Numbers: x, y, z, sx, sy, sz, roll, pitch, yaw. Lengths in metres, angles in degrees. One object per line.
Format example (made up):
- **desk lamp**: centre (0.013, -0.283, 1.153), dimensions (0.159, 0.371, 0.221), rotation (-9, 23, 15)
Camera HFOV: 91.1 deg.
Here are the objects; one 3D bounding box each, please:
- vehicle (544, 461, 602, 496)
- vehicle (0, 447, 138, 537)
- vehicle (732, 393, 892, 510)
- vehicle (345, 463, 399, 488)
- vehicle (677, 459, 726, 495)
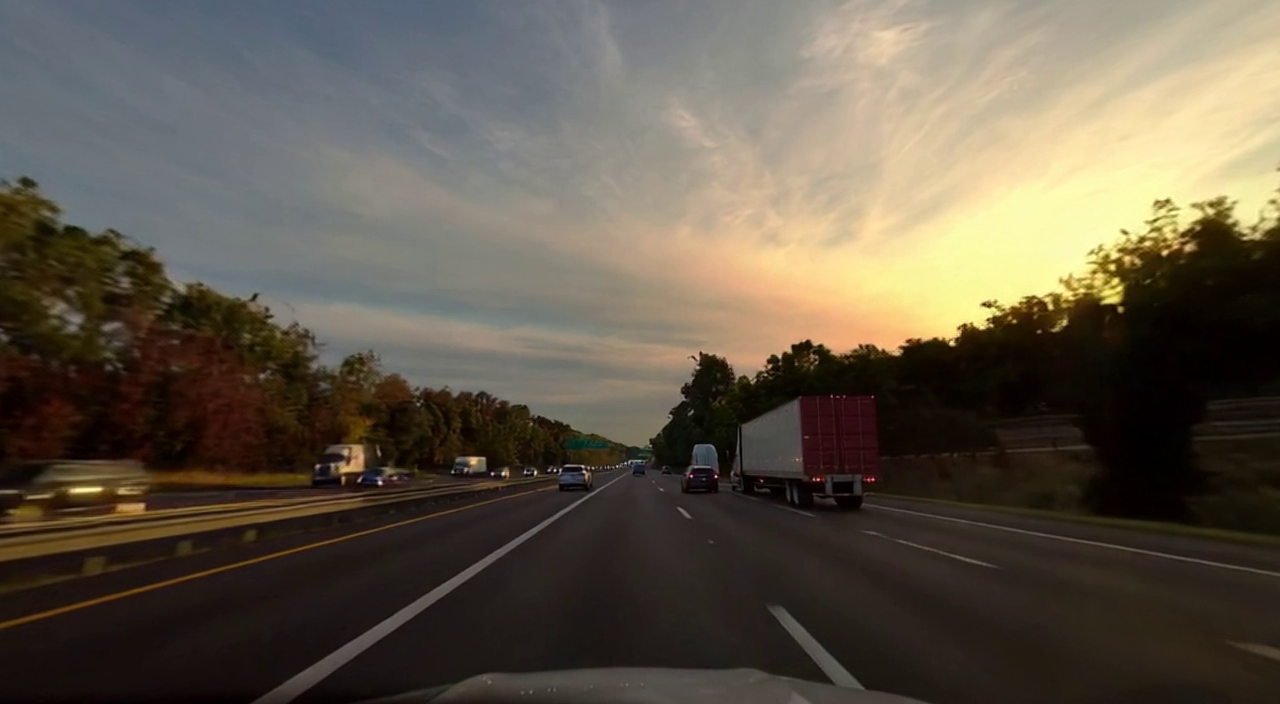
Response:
- **vehicle**: centre (-3.041, 5.903, 29.560), dimensions (2.065, 1.485, 4.682), rotation (1, -10, 2)
- **vehicle**: centre (-11.540, 2.393, 10.853), dimensions (1.870, 1.474, 4.645), rotation (1, -10, 0)
- **vehicle**: centre (7.371, 5.100, 31.045), dimensions (2.861, 4.086, 17.499), rotation (1, -10, 0)
- **vehicle**: centre (-18.642, 8.575, 43.844), dimensions (1.851, 1.606, 4.187), rotation (1, -10, 0)
- **vehicle**: centre (3.159, 6.615, 33.357), dimensions (2.050, 1.708, 4.457), rotation (1, -10, -1)
